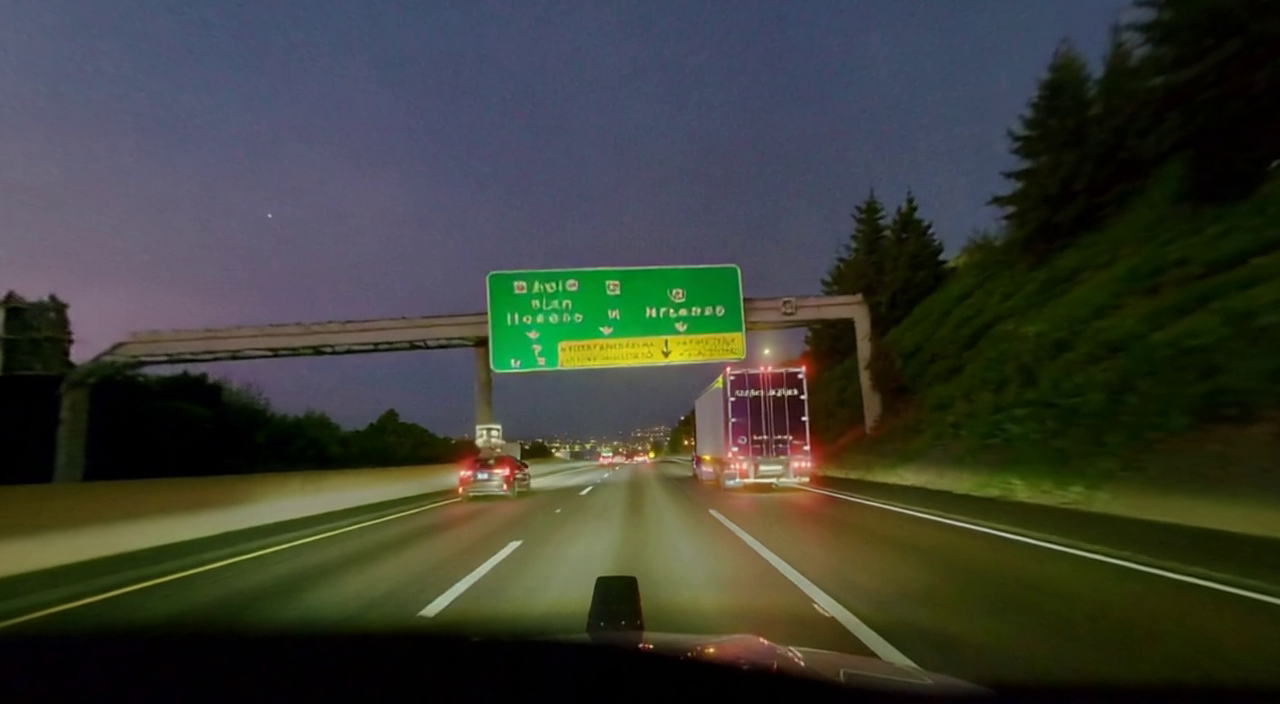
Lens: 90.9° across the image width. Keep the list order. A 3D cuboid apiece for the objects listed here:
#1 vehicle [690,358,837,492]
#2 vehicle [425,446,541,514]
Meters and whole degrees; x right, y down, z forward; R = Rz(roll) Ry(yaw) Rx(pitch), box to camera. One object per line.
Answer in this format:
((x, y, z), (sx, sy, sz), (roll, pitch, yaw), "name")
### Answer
((4.248, 3.263, 25.926), (3.025, 4.005, 14.010), (0, -9, -1), "vehicle")
((-3.873, 3.206, 16.279), (1.918, 1.510, 4.006), (0, -9, 1), "vehicle")
